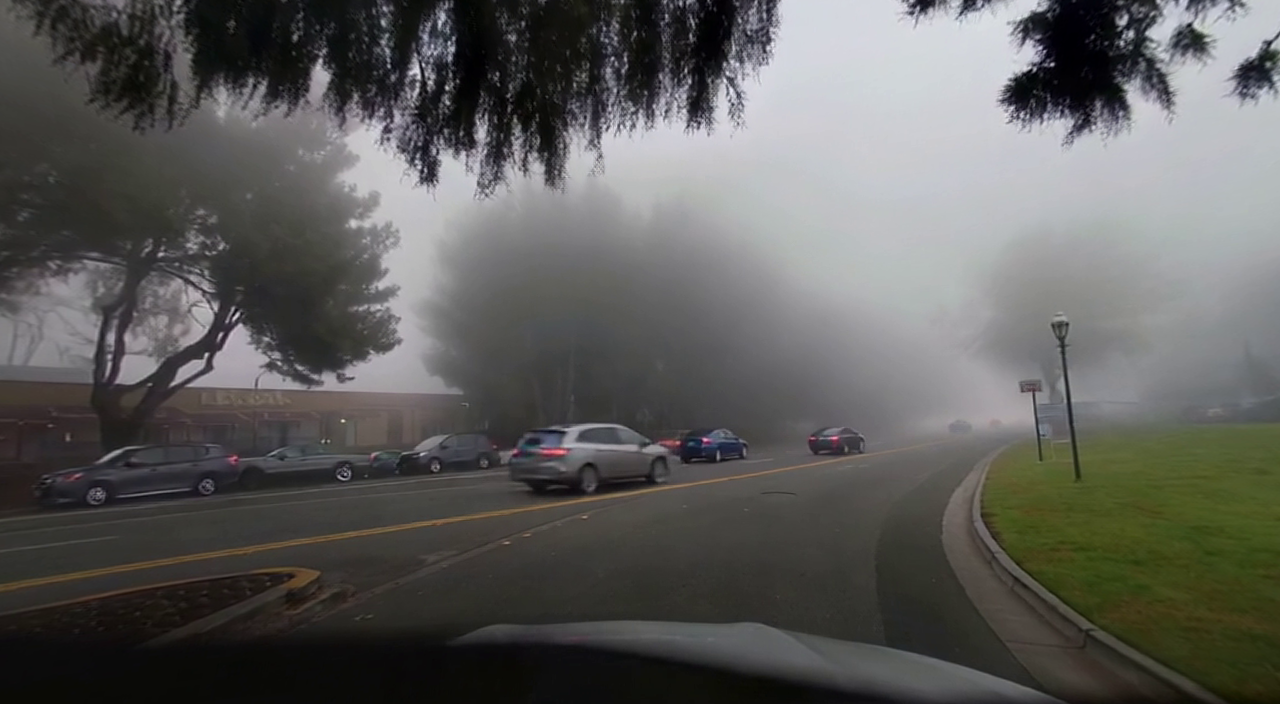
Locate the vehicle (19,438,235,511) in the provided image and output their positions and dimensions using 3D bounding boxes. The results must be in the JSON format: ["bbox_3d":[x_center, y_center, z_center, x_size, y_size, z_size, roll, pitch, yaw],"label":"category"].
[{"bbox_3d":[-16.299,3.825,20.376,2.294,2.000,4.788,-7,-10,31],"label":"vehicle"}]

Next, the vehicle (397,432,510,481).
[{"bbox_3d":[-9.065,5.030,31.046,2.134,1.924,4.911,-6,-6,40],"label":"vehicle"}]

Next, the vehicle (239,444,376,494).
[{"bbox_3d":[-13.055,4.553,25.061,1.904,1.719,4.326,-6,-10,36],"label":"vehicle"}]

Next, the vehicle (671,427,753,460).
[{"bbox_3d":[4.005,5.011,34.473,2.183,1.651,4.928,-7,-11,37],"label":"vehicle"}]

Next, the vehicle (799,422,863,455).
[{"bbox_3d":[12.025,5.401,39.516,1.954,1.639,5.229,-8,-8,38],"label":"vehicle"}]

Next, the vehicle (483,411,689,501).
[{"bbox_3d":[-1.290,2.560,16.277,2.517,1.936,4.748,-9,-10,44],"label":"vehicle"}]
